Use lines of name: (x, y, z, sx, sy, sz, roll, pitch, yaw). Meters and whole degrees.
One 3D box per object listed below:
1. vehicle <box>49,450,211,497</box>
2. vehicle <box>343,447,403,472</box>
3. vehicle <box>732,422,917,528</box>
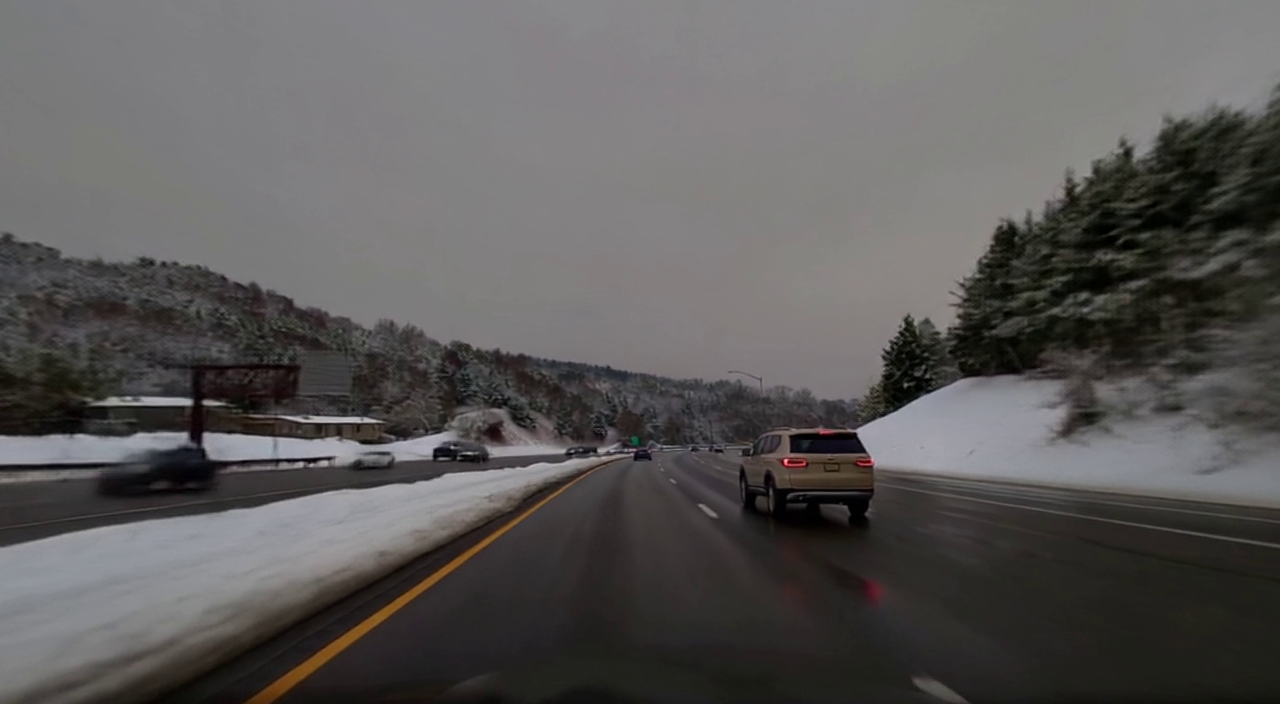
vehicle: (-18.295, 4.343, 22.950, 1.889, 1.508, 4.696, 0, -9, 1)
vehicle: (-18.476, 7.419, 43.749, 2.050, 1.657, 4.649, 0, -9, 1)
vehicle: (3.450, 2.426, 12.970, 2.318, 1.766, 4.587, 0, -9, -1)
